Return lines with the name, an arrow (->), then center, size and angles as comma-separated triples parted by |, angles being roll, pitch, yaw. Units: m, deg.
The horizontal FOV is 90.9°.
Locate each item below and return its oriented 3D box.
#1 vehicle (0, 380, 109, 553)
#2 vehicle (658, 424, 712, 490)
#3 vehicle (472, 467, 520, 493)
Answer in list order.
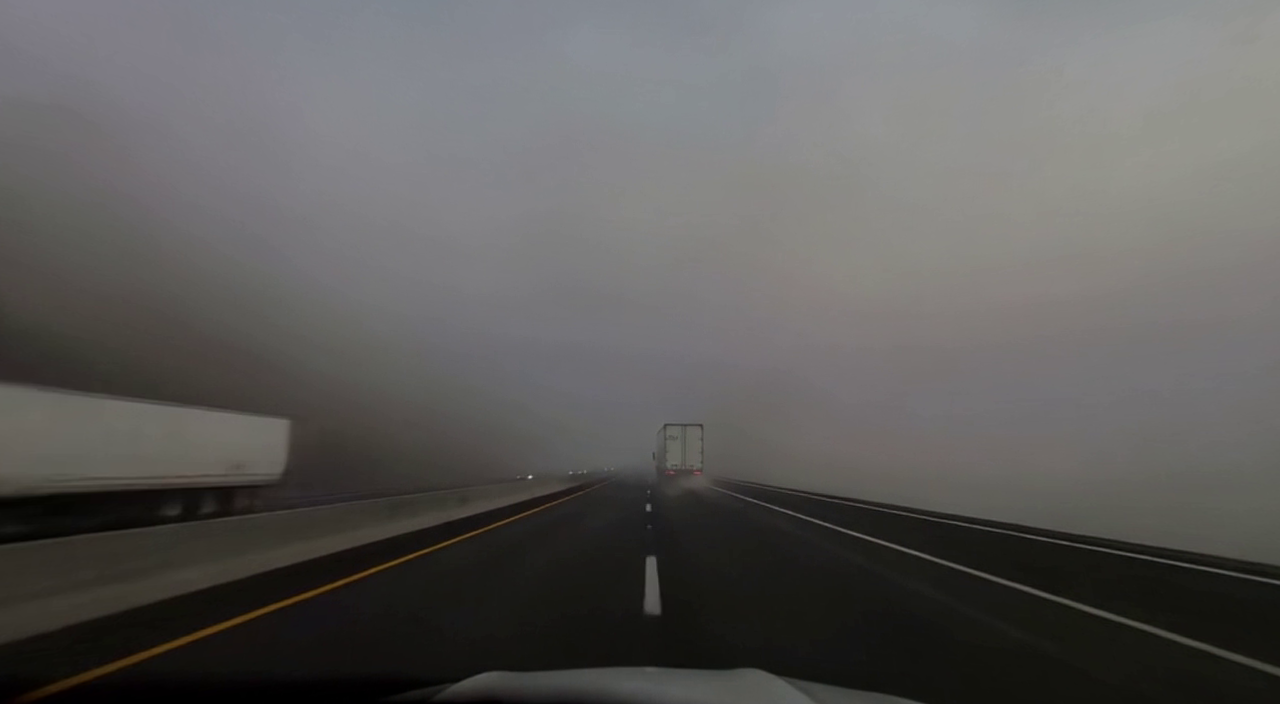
vehicle -> -13.646, 1.915, 10.657 | 2.739, 3.258, 7.223 | 0, -10, 1
vehicle -> 3.071, 7.868, 46.709 | 3.204, 4.102, 13.306 | 0, -10, 1
vehicle -> -8.779, 7.835, 38.808 | 1.844, 1.456, 4.062 | 0, -10, 2
